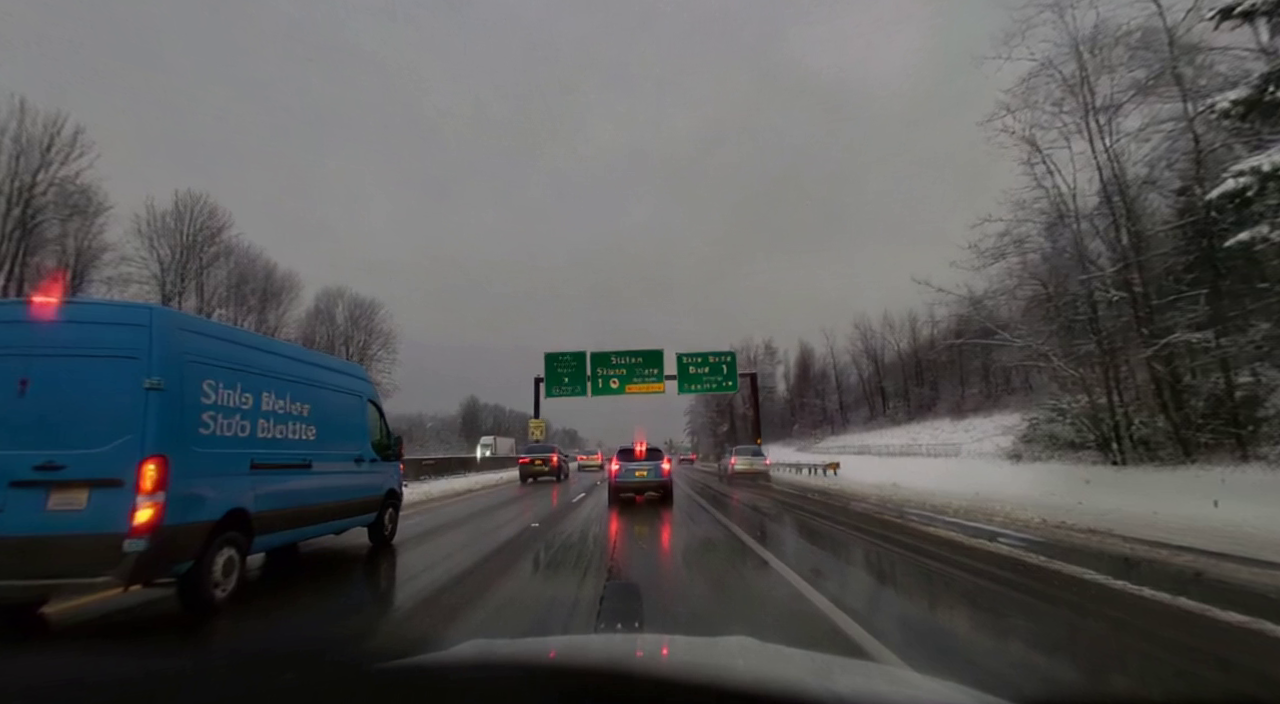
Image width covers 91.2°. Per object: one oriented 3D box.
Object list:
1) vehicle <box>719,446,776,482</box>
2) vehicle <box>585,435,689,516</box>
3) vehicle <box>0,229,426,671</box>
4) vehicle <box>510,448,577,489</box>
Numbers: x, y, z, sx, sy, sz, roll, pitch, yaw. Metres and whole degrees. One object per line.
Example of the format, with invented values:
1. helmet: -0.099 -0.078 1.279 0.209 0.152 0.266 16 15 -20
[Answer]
1. vehicle: 4.936 5.209 29.436 1.962 1.503 4.432 0 -9 1
2. vehicle: -0.056 2.936 15.384 2.195 1.679 4.070 0 -9 0
3. vehicle: -4.477 0.981 6.731 2.275 2.692 5.810 0 -9 0
4. vehicle: -3.805 4.654 25.433 2.015 1.496 4.312 0 -9 0
